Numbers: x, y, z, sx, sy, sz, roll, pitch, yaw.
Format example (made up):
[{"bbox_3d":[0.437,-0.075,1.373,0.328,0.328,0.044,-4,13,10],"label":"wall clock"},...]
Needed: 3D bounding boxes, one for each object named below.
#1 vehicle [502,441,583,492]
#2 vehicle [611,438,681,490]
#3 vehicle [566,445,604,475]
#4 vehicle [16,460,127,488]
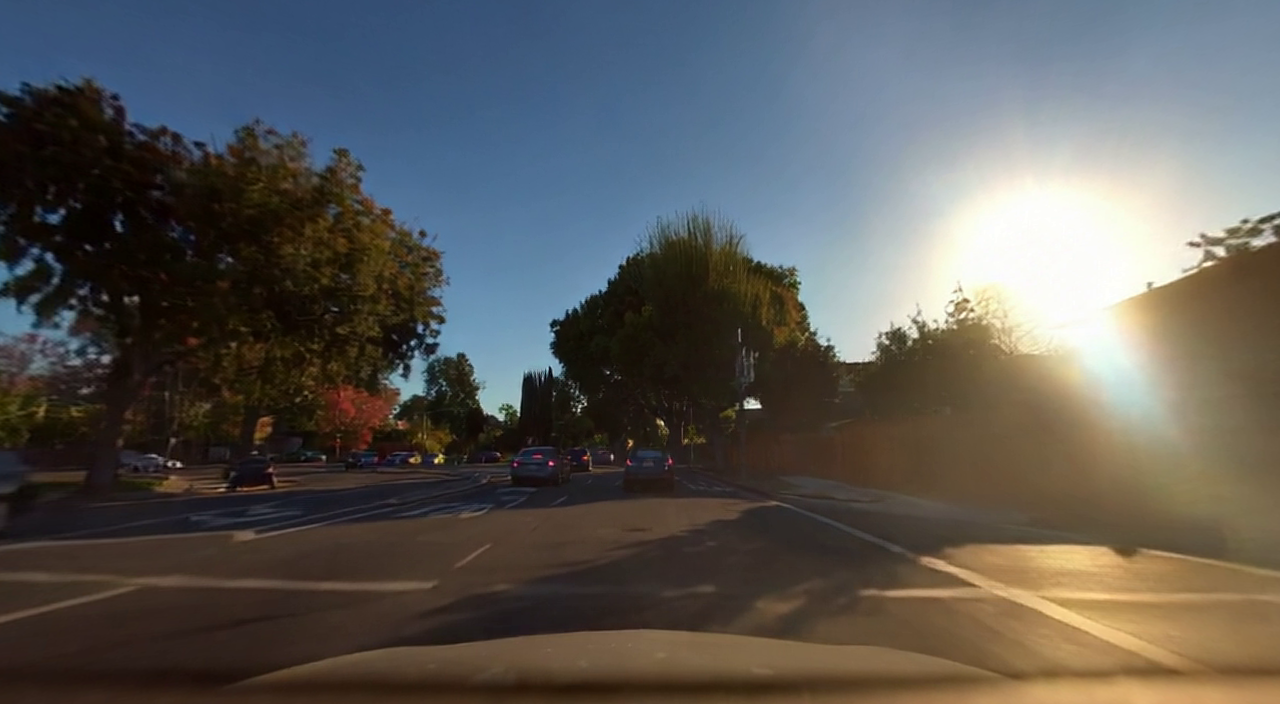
[{"bbox_3d":[-3.500,4.186,23.557,2.067,1.546,4.988,2,-7,2],"label":"vehicle"},{"bbox_3d":[0.187,3.954,22.488,2.290,1.653,4.127,0,-9,0],"label":"vehicle"},{"bbox_3d":[-3.141,6.034,35.406,1.986,1.561,3.805,1,-9,-6],"label":"vehicle"},{"bbox_3d":[-36.644,7.861,40.605,4.724,1.597,2.191,2,-9,-10],"label":"vehicle"}]
